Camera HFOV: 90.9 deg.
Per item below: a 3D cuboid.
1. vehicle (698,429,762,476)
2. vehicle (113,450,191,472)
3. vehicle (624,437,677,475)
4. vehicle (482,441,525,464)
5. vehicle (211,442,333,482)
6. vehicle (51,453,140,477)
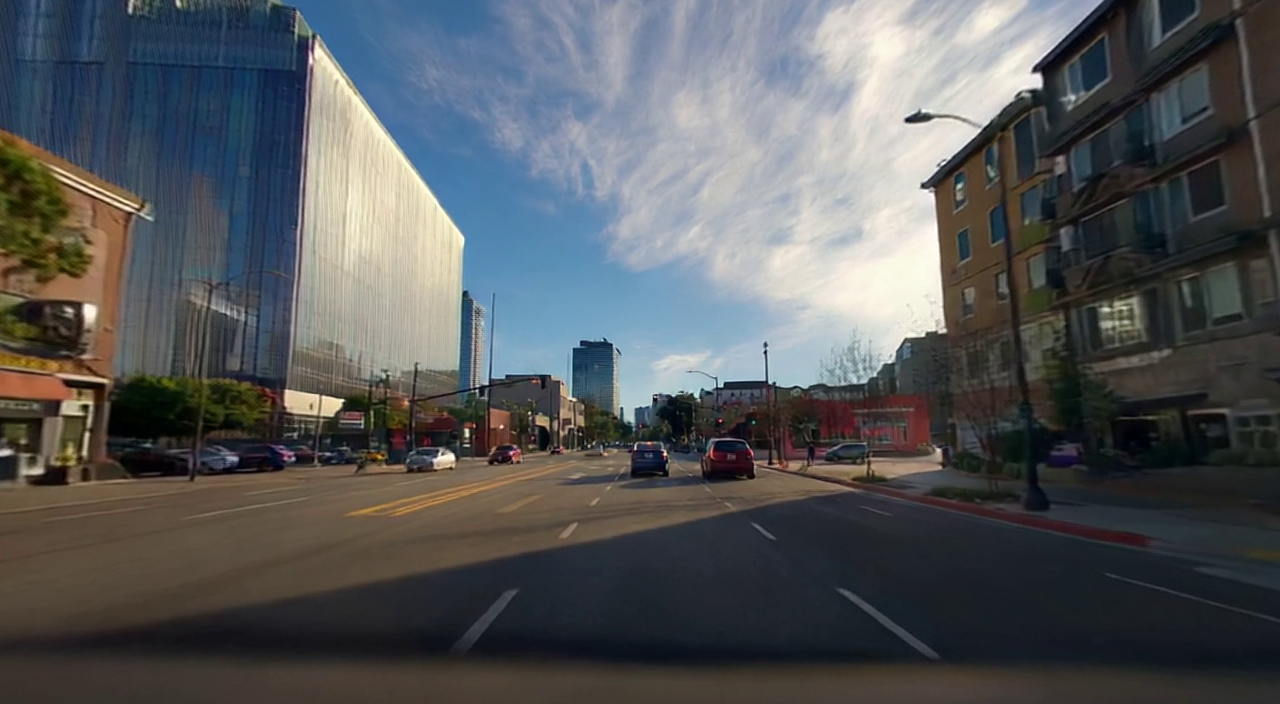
[{"bbox_3d":[3.958,4.544,28.640,2.159,1.938,4.836,0,-8,0],"label":"vehicle"},{"bbox_3d":[-37.791,8.452,48.878,4.234,1.573,2.229,-1,-8,0],"label":"vehicle"},{"bbox_3d":[0.448,4.740,29.011,2.245,1.587,4.094,0,-8,0],"label":"vehicle"},{"bbox_3d":[-10.453,7.711,48.635,2.232,1.669,4.354,-1,-8,1],"label":"vehicle"},{"bbox_3d":[-19.954,5.959,34.376,5.223,2.060,2.247,0,-8,1],"label":"vehicle"},{"bbox_3d":[-37.693,7.785,43.698,4.180,1.573,2.145,0,-9,2],"label":"vehicle"}]
